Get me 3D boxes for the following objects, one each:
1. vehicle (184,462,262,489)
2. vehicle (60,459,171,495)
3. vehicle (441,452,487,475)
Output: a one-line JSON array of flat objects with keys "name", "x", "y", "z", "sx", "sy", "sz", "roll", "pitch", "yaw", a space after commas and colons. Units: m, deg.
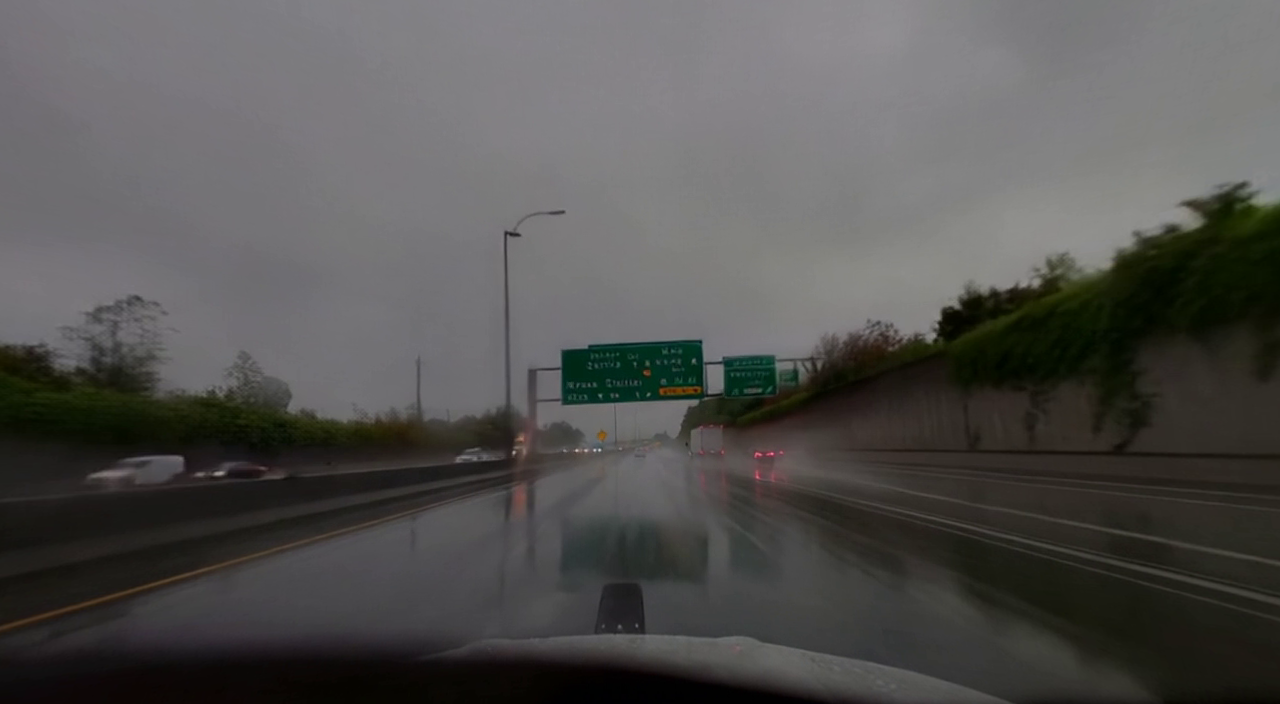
[{"name": "vehicle", "x": -25.069, "y": 7.415, "z": 37.977, "sx": 1.813, "sy": 1.454, "sz": 4.257, "roll": -1, "pitch": -9, "yaw": 0}, {"name": "vehicle", "x": -28.833, "y": 6.855, "z": 34.810, "sx": 2.021, "sy": 1.715, "sz": 4.781, "roll": 0, "pitch": -9, "yaw": 0}, {"name": "vehicle", "x": -12.809, "y": 8.111, "z": 46.012, "sx": 2.223, "sy": 1.585, "sz": 3.787, "roll": 0, "pitch": -9, "yaw": 0}]
